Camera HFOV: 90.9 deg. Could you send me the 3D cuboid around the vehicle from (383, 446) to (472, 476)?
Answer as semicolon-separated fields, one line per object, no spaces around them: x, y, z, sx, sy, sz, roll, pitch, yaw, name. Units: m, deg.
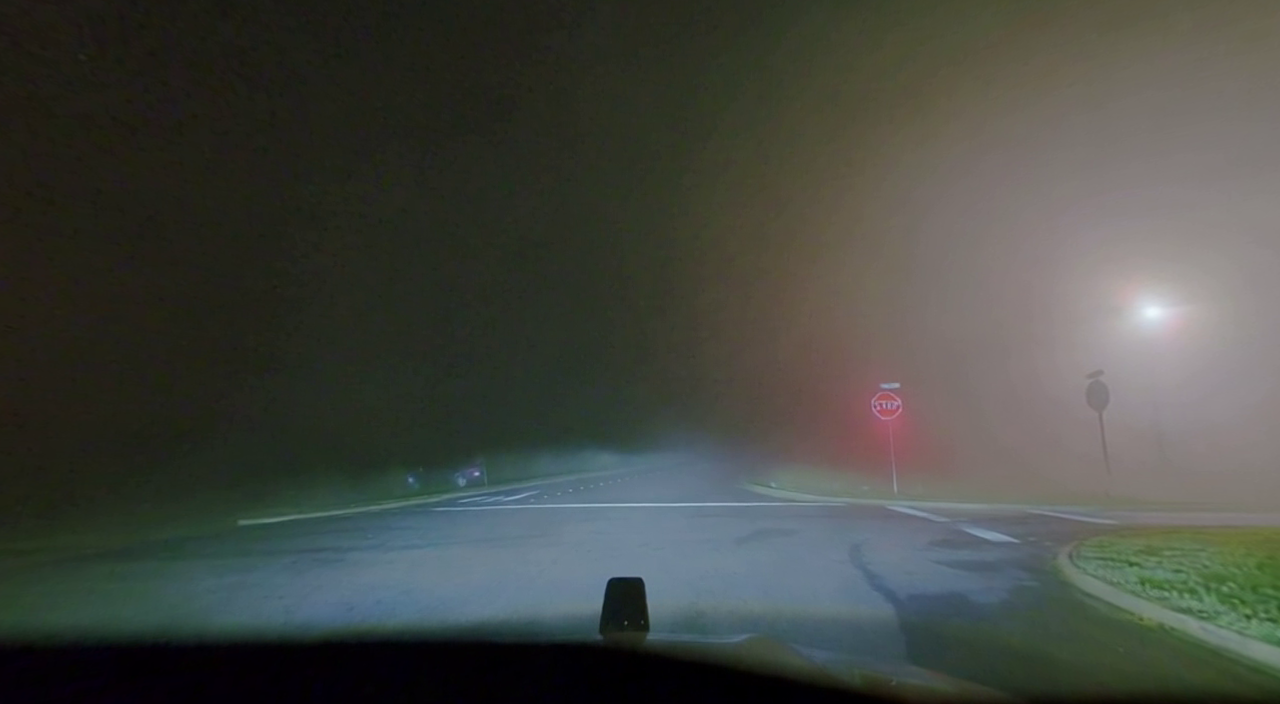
-12.743;6.560;37.928;4.590;1.735;1.973;-1;-9;3;vehicle
